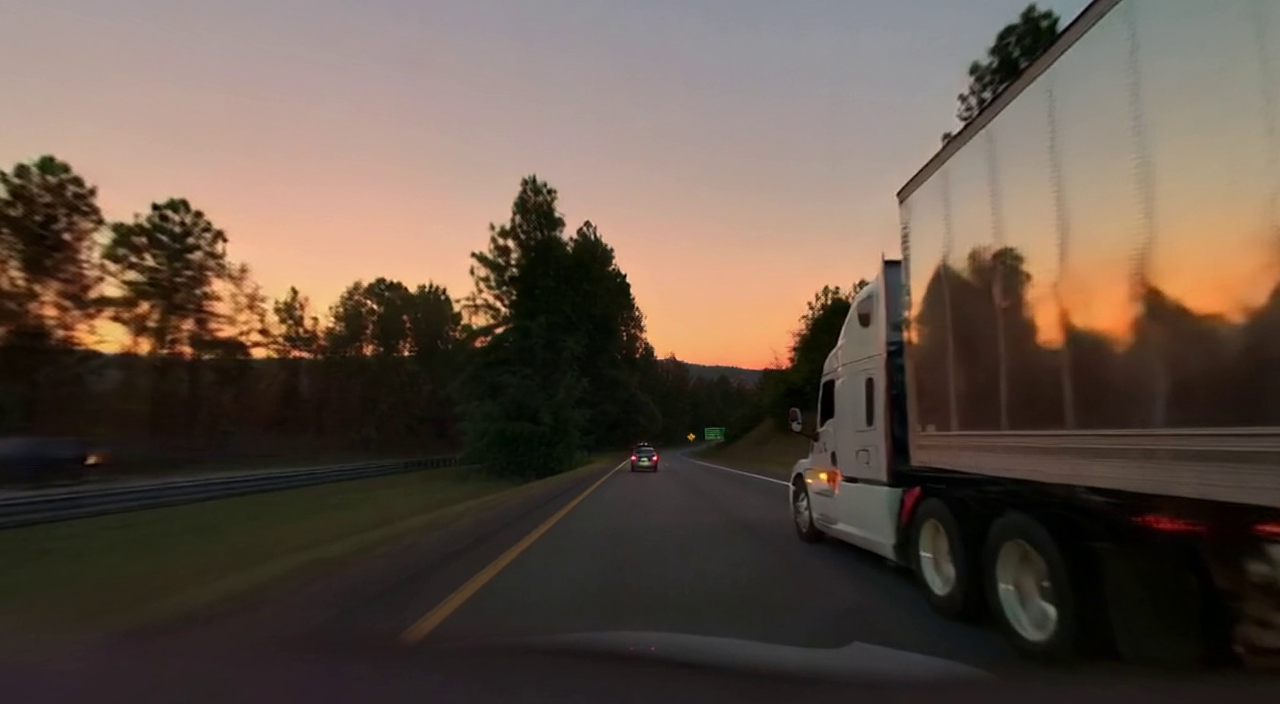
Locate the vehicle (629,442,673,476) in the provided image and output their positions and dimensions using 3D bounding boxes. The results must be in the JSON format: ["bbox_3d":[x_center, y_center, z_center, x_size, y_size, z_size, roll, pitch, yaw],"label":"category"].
[{"bbox_3d":[0.497,5.070,30.170,1.968,1.515,4.025,0,-8,0],"label":"vehicle"}]

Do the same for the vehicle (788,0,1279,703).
[{"bbox_3d":[3.775,0.257,5.251,3.032,3.821,8.547,0,-8,0],"label":"vehicle"}]
